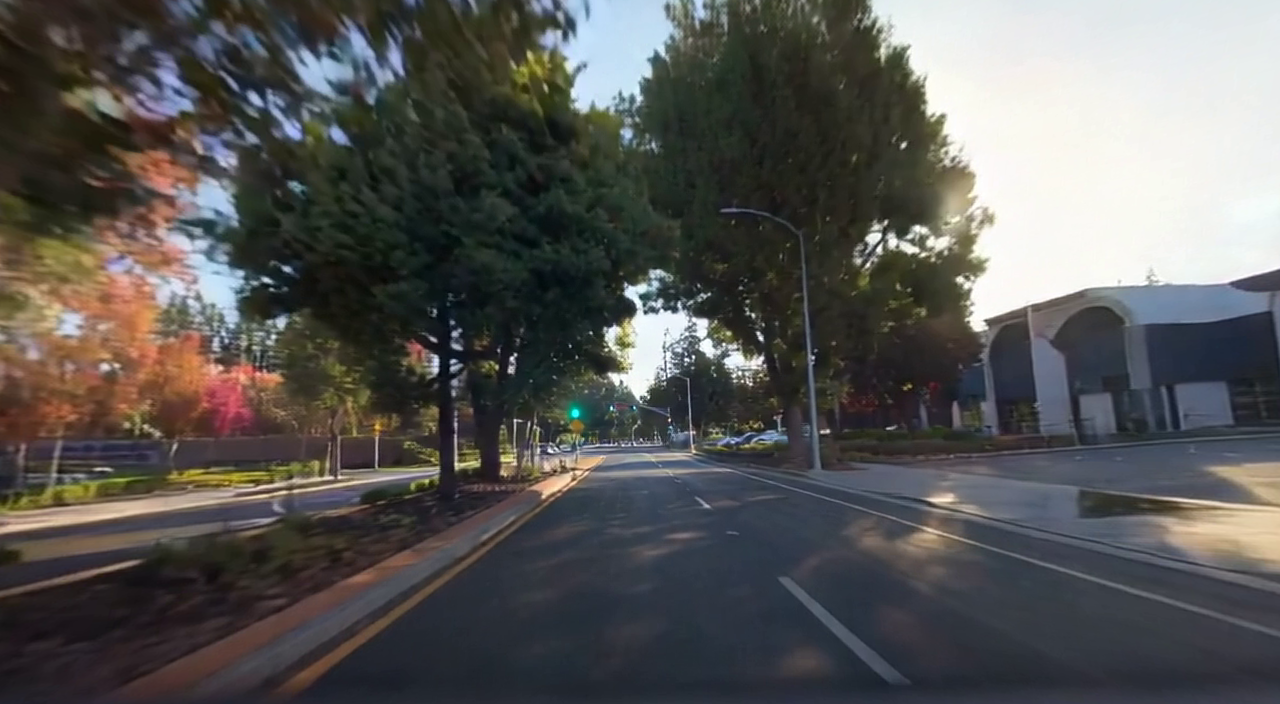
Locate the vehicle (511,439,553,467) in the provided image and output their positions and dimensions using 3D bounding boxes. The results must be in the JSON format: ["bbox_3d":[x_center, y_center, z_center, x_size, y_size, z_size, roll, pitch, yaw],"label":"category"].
[{"bbox_3d":[-7.876,7.432,46.430,2.176,1.850,4.909,-2,-8,0],"label":"vehicle"}]
